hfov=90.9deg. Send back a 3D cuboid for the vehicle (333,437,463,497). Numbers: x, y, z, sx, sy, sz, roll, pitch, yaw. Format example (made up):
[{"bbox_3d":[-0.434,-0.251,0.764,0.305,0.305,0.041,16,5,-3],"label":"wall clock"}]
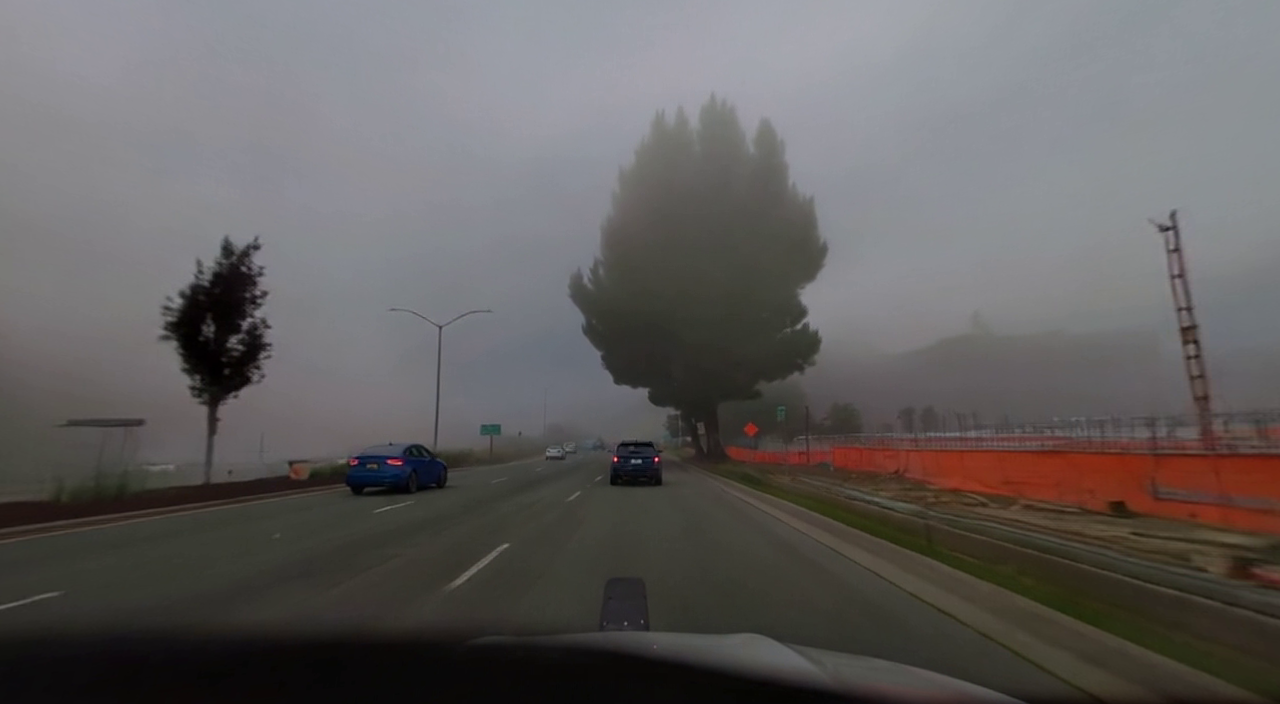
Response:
[{"bbox_3d":[-6.735,3.243,18.137,1.877,1.479,4.430,0,-9,1],"label":"vehicle"}]

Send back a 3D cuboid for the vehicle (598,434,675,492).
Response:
[{"bbox_3d":[-0.138,3.528,20.379,2.227,1.654,4.091,0,-9,-1],"label":"vehicle"}]
